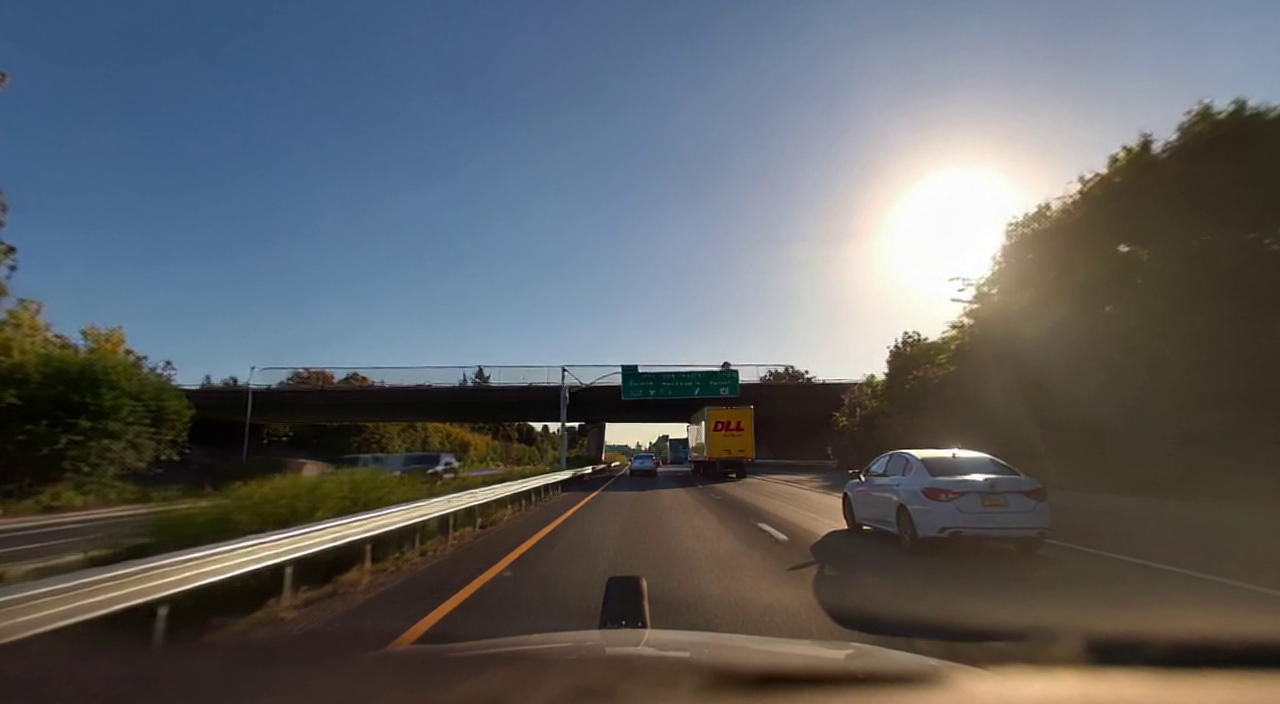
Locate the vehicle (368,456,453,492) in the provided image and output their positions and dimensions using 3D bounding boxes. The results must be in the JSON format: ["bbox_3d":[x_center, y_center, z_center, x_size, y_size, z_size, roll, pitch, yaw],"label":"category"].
[{"bbox_3d":[-9.922,5.289,27.629,1.937,1.415,4.356,-1,-9,3],"label":"vehicle"}]

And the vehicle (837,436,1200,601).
[{"bbox_3d":[4.050,1.818,7.785,1.894,1.452,4.164,0,-9,0],"label":"vehicle"}]

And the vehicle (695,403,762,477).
[{"bbox_3d":[5.128,5.356,38.023,2.838,3.985,8.010,0,-9,0],"label":"vehicle"}]

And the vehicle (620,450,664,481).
[{"bbox_3d":[0.086,5.614,31.377,2.055,1.445,3.661,0,-9,0],"label":"vehicle"}]
